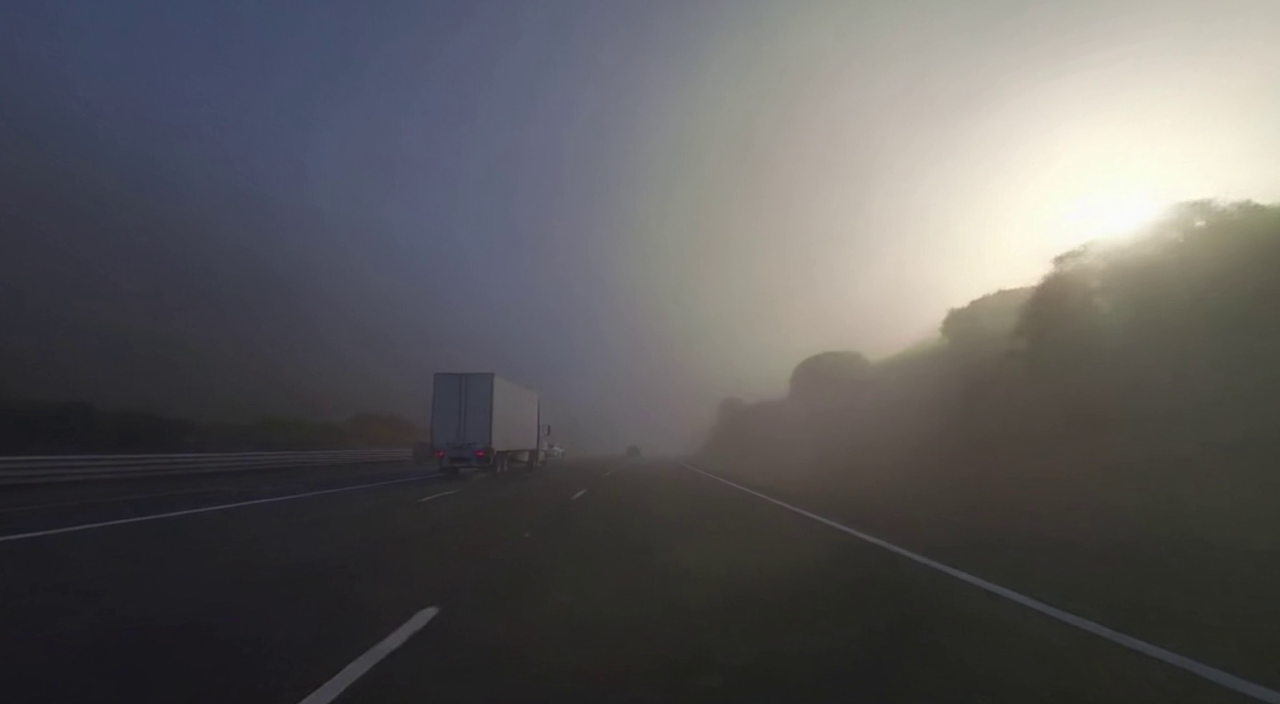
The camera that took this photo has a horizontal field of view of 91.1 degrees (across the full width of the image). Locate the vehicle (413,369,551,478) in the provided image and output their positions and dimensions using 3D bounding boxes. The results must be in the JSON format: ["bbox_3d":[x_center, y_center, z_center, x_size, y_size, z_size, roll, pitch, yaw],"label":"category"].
[{"bbox_3d":[-6.353,3.326,27.716,2.981,3.860,11.022,0,-9,1],"label":"vehicle"}]
